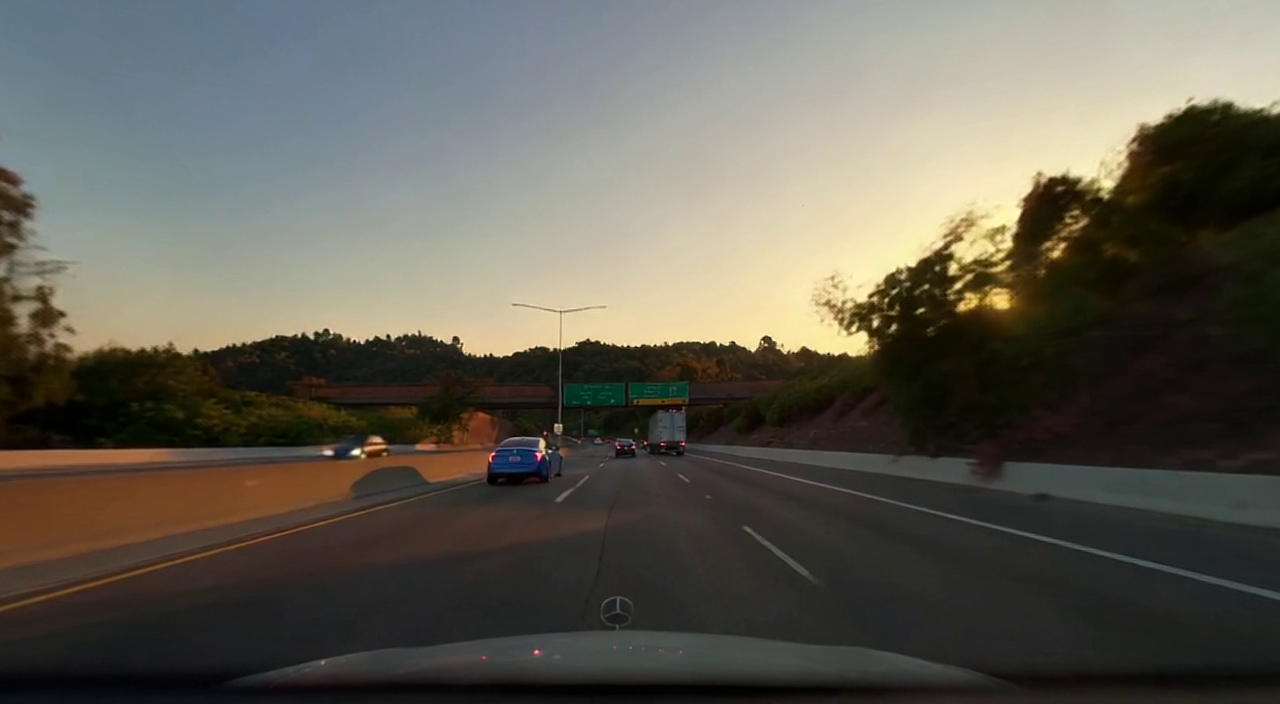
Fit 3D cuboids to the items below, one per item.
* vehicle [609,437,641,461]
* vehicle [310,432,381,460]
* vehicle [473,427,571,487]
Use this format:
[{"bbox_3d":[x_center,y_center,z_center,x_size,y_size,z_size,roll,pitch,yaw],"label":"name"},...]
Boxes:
[{"bbox_3d":[-1.014,6.748,43.841,2.125,1.542,3.816,0,-8,-1],"label":"vehicle"},{"bbox_3d":[-16.834,5.418,36.302,1.908,1.502,4.682,0,-8,-1],"label":"vehicle"},{"bbox_3d":[-3.777,3.474,21.176,2.377,1.747,4.703,0,-8,0],"label":"vehicle"}]
